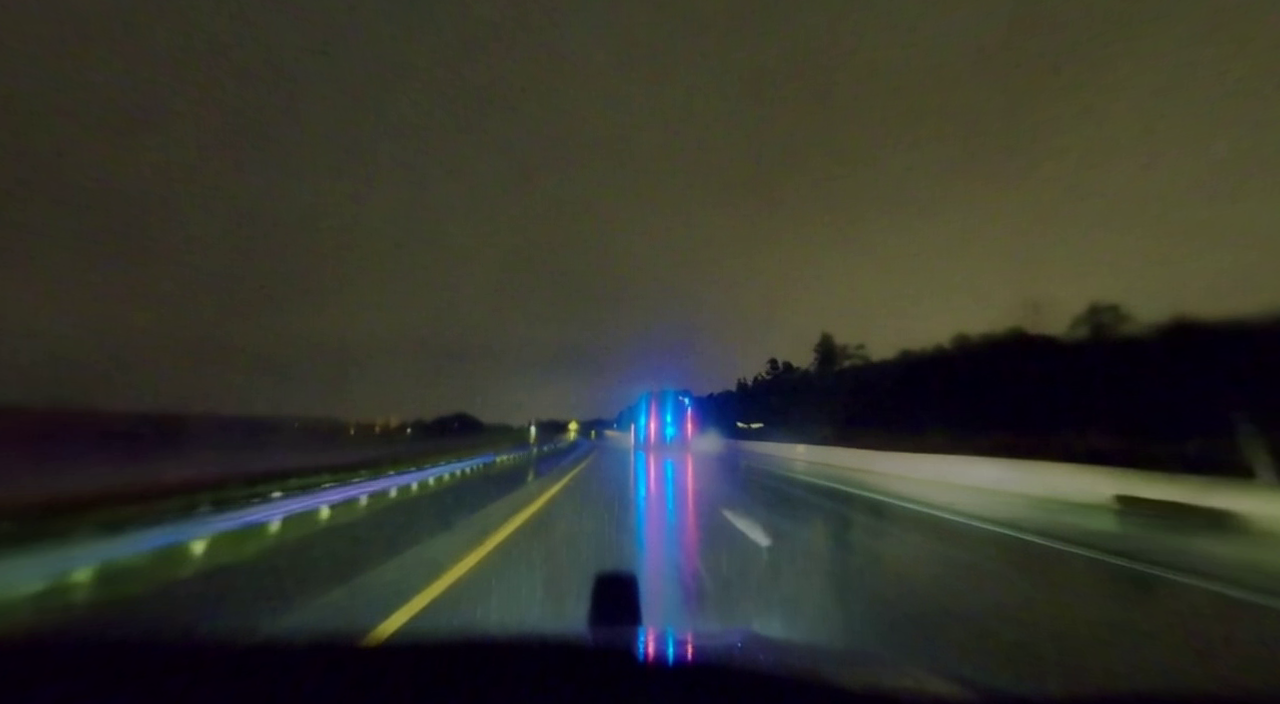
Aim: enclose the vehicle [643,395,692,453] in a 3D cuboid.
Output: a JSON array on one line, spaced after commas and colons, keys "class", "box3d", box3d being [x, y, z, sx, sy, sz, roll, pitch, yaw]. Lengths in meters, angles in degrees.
[{"class": "vehicle", "box3d": [1.879, 5.420, 46.817, 2.949, 3.877, 8.528, 0, -8, -2]}]
